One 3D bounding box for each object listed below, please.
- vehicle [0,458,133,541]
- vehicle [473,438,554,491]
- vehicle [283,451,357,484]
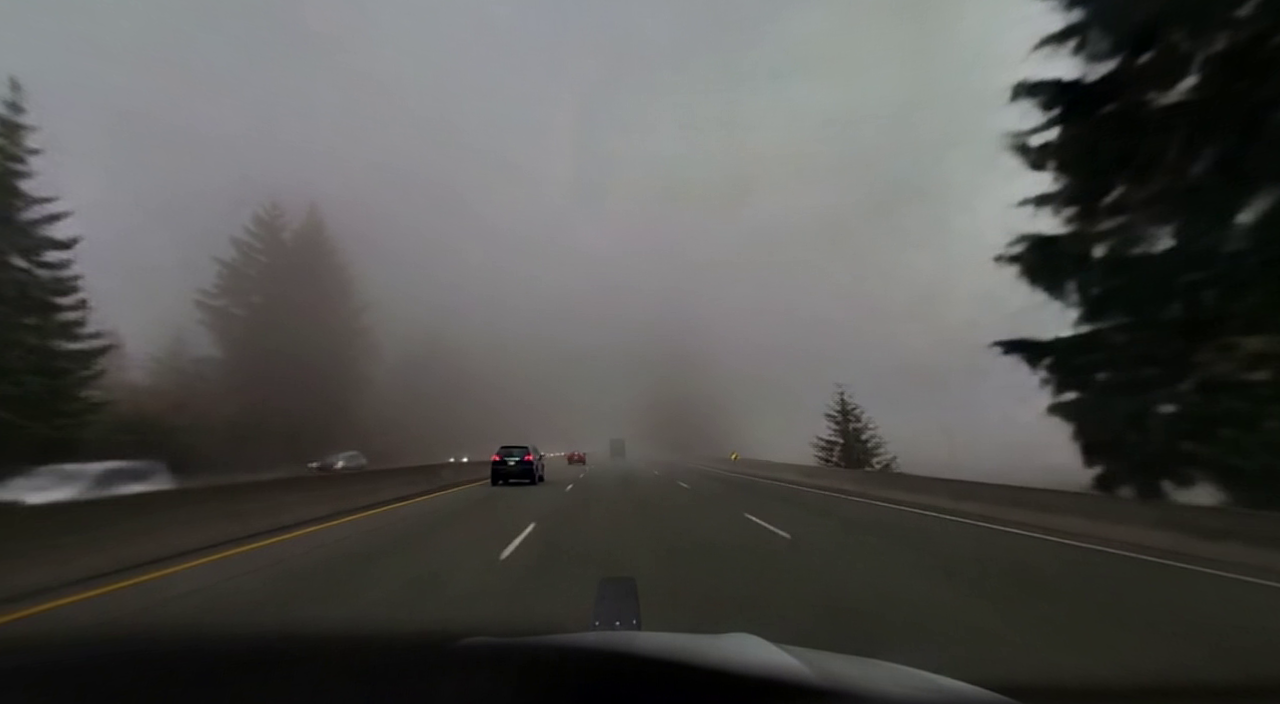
[{"bbox_3d":[-13.078,3.000,12.974,1.860,1.507,3.987,0,-9,-2],"label":"vehicle"},{"bbox_3d":[-4.402,3.975,22.529,2.151,1.693,4.201,0,-9,-2],"label":"vehicle"},{"bbox_3d":[-17.698,6.387,34.904,1.929,1.643,4.311,0,-9,-2],"label":"vehicle"}]
